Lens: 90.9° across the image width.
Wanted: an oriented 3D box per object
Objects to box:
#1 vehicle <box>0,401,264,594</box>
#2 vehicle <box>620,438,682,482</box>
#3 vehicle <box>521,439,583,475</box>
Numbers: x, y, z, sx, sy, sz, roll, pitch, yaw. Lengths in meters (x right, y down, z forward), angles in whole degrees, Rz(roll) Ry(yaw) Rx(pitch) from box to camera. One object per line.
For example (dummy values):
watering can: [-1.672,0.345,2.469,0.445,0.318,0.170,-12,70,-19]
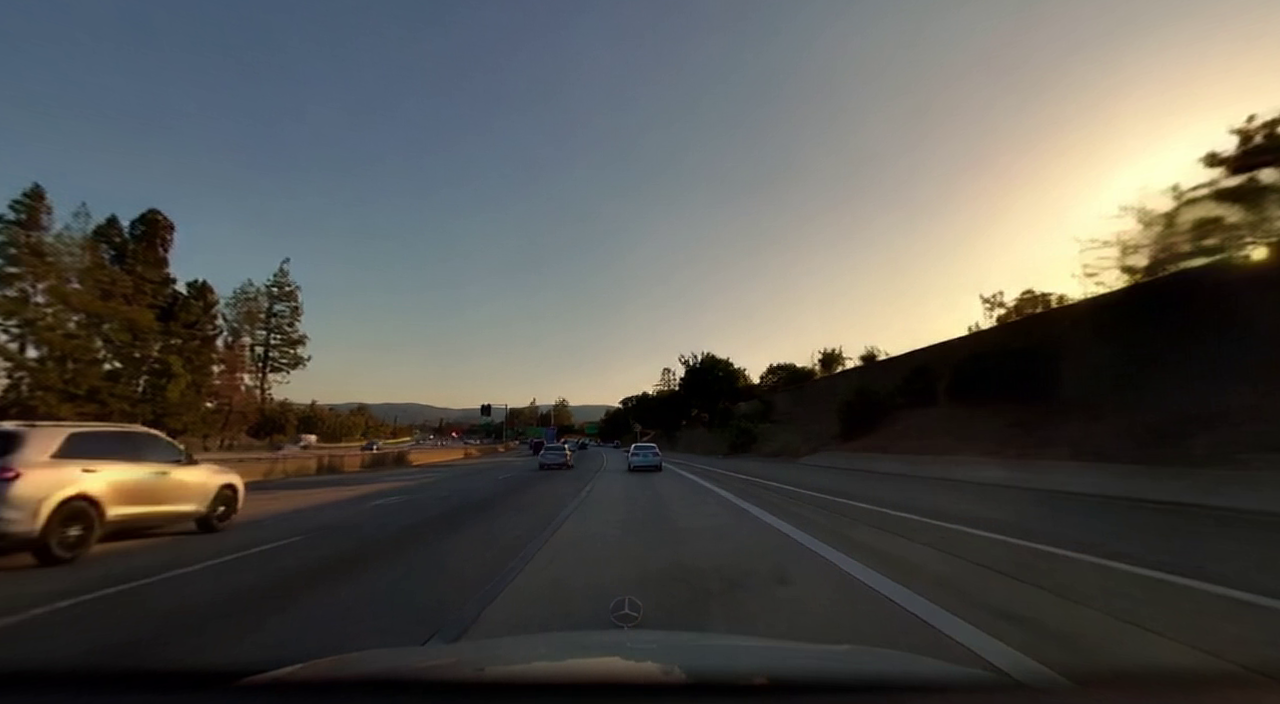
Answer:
vehicle: [-6.776,1.512,7.060,2.221,1.693,4.631,0,-9,0]
vehicle: [0.320,3.870,22.813,2.051,1.444,3.927,0,-9,-1]
vehicle: [-3.883,4.756,28.783,2.246,1.519,4.980,0,-9,-2]
